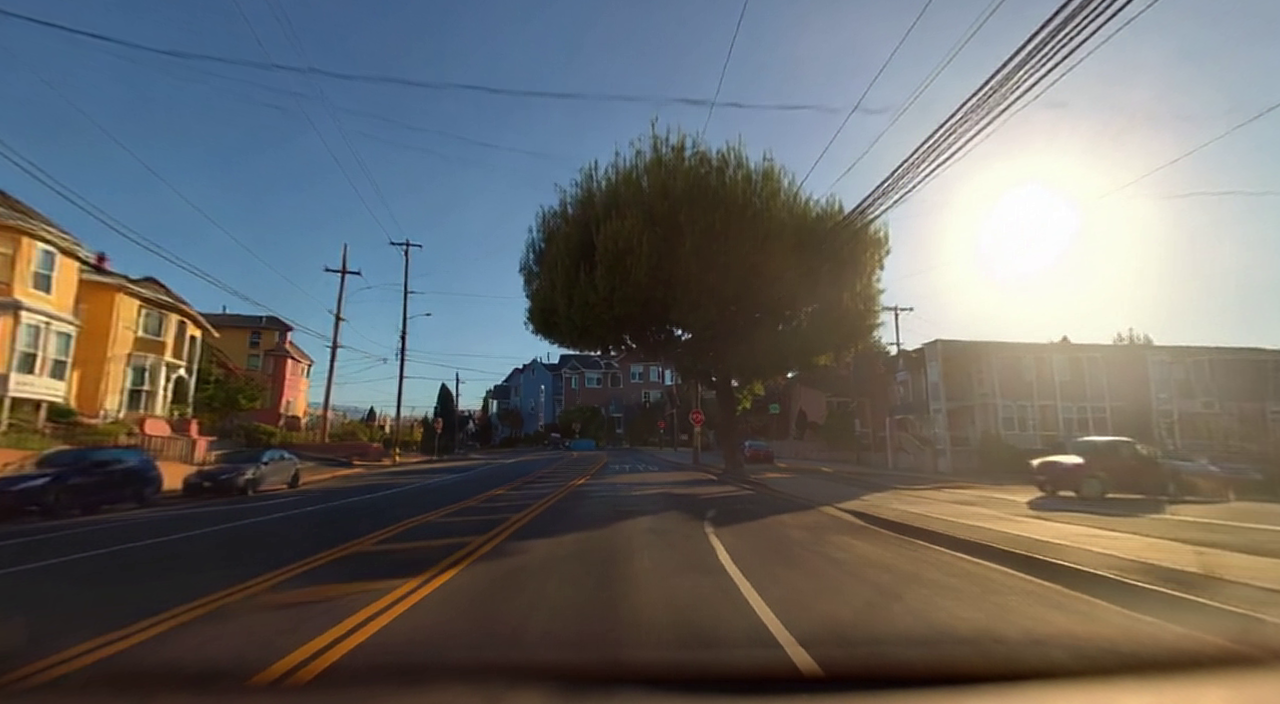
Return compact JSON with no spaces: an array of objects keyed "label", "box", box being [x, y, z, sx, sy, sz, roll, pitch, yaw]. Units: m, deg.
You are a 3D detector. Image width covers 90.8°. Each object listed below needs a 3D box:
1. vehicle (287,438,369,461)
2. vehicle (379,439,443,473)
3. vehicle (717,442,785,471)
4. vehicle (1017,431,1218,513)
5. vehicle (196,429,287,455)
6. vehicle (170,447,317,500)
[{"label":"vehicle","box":[-21.880,6.846,44.430,4.647,1.515,2.009,1,-8,-6]},{"label":"vehicle","box":[-13.220,6.014,36.834,1.940,1.789,5.086,0,-8,-2]},{"label":"vehicle","box":[6.089,5.776,35.235,2.081,1.496,4.490,2,-9,-13]},{"label":"vehicle","box":[10.989,2.715,14.872,1.600,1.488,3.563,2,-5,-12]},{"label":"vehicle","box":[-27.501,6.238,43.717,4.842,1.690,1.938,1,-8,-9]},{"label":"vehicle","box":[-12.450,3.801,20.316,1.957,1.459,4.913,1,-8,-6]}]
